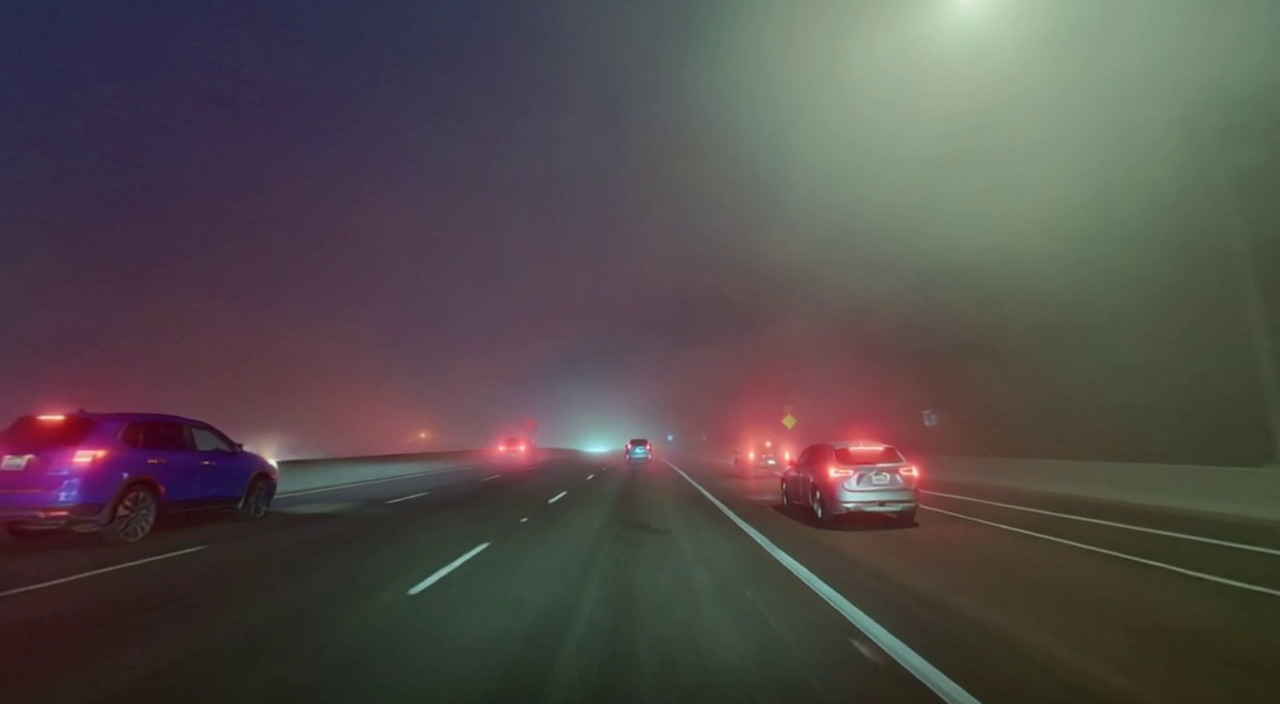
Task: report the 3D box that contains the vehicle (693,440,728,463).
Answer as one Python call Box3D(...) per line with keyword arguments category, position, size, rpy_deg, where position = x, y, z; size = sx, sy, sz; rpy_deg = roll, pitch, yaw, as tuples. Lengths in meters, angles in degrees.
Box3D(category="vehicle", position=(4.847, 6.917, 43.818), size=(1.944, 1.465, 4.245), rpy_deg=(0, -9, 0))

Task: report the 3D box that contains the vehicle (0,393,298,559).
Box3D(category="vehicle", position=(-7.484, 1.740, 9.414), size=(2.142, 1.849, 4.566), rpy_deg=(0, -9, 0))

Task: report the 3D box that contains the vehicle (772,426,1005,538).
Box3D(category="vehicle", position=(3.841, 2.109, 10.841), size=(2.141, 1.507, 4.510), rpy_deg=(0, -9, 0))

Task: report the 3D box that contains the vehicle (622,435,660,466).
Box3D(category="vehicle", position=(0.037, 5.872, 37.638), size=(2.158, 1.706, 4.219), rpy_deg=(0, -9, -1))

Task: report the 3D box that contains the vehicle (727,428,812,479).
Box3D(category="vehicle", position=(4.876, 3.908, 24.372), size=(2.335, 1.759, 4.297), rpy_deg=(0, -9, 0))

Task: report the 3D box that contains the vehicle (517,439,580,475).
Box3D(category="vehicle", position=(-3.944, 4.613, 27.876), size=(2.071, 1.478, 4.130), rpy_deg=(0, -9, 1))

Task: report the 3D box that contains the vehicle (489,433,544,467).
Box3D(category="vehicle", position=(-6.887, 5.522, 35.563), size=(2.111, 1.811, 4.391), rpy_deg=(0, -9, 1))
